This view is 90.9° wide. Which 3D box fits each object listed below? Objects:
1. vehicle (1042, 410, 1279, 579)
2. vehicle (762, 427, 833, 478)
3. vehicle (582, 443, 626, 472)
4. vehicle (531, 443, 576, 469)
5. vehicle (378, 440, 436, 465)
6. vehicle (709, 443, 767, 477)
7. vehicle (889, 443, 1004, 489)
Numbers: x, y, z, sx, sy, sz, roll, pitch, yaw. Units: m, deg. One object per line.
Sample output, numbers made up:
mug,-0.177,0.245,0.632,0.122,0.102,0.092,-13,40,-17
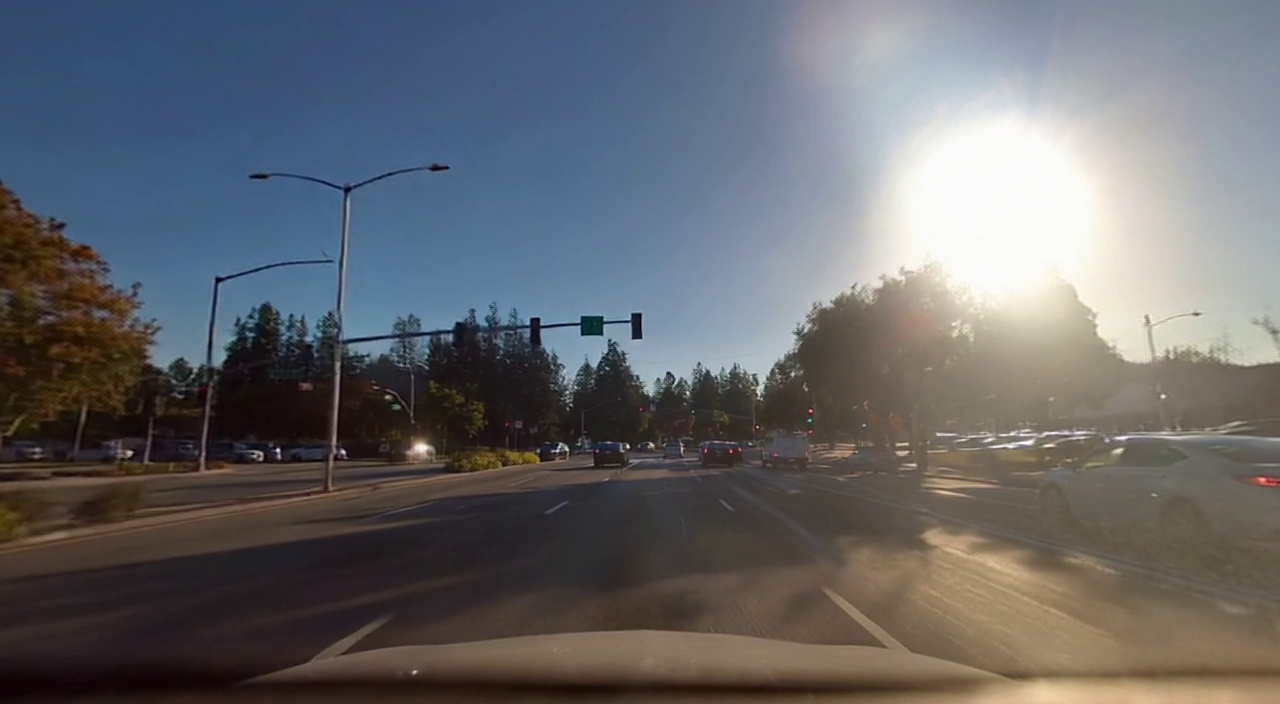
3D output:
vehicle,7.309,1.576,7.612,2.051,1.620,4.702,-1,-8,4
vehicle,7.512,4.864,30.695,2.186,2.202,5.426,0,-8,2
vehicle,-2.002,6.025,36.178,1.958,1.542,4.175,-1,-8,4
vehicle,-5.406,6.550,40.025,2.004,1.529,4.319,-1,-8,4
vehicle,-16.822,7.294,45.851,1.981,1.721,4.772,-1,-8,6
vehicle,4.769,5.354,31.526,2.292,1.563,4.734,0,-8,2
vehicle,11.172,4.142,23.406,1.963,1.513,4.600,0,-8,1
